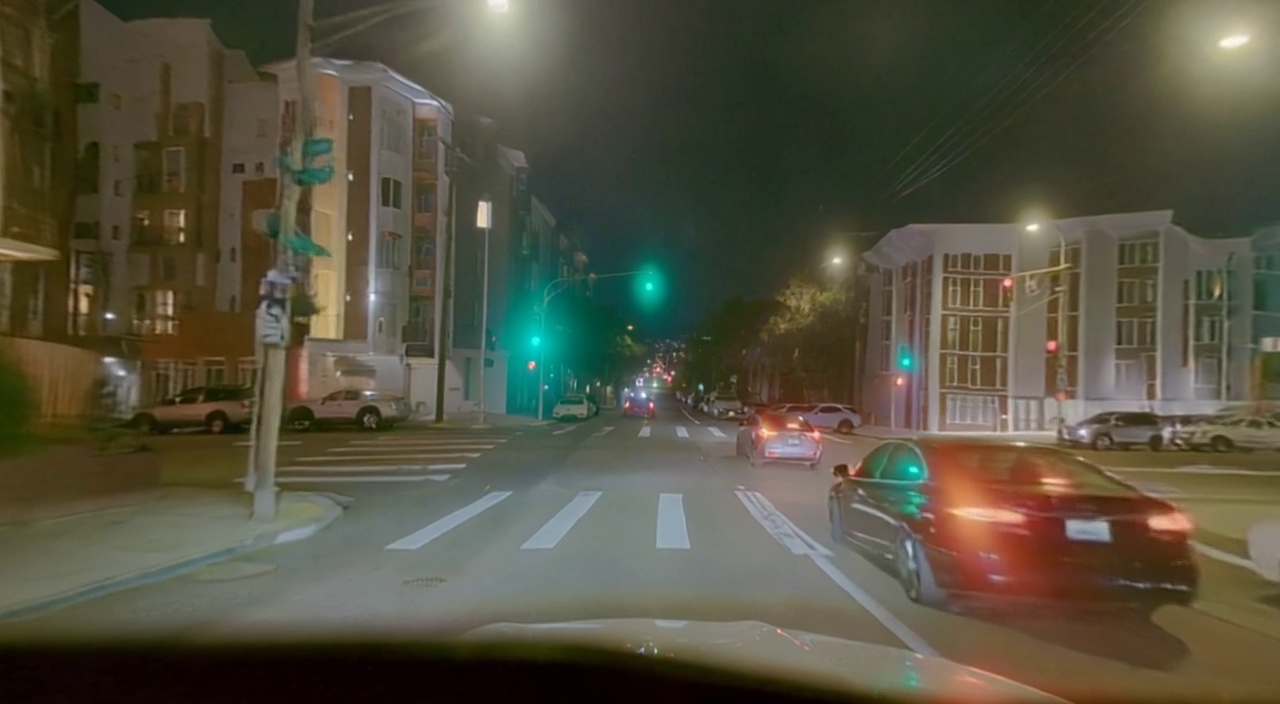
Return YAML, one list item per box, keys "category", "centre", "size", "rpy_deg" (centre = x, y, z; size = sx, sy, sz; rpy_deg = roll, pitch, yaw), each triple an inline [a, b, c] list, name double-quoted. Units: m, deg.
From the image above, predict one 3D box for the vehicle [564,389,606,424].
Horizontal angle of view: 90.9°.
- category: "vehicle"
  centre: [-2.724, 2.805, 31.867]
  size: [1.878, 1.521, 3.697]
  rpy_deg: [0, -8, -1]

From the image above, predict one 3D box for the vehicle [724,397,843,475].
- category: "vehicle"
  centre: [3.308, 1.918, 15.358]
  size: [1.970, 1.490, 4.016]
  rpy_deg: [0, -2, 0]

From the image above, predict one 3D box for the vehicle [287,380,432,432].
- category: "vehicle"
  centre: [-10.204, 2.021, 23.220]
  size: [4.304, 1.755, 2.083]
  rpy_deg: [0, -8, 1]

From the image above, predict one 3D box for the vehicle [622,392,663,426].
- category: "vehicle"
  centre: [0.163, 2.910, 31.583]
  size: [1.923, 1.460, 3.923]
  rpy_deg: [0, -8, 1]

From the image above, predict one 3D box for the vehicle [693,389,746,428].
- category: "vehicle"
  centre: [3.854, 2.873, 31.248]
  size: [2.093, 1.655, 4.327]
  rpy_deg: [0, -8, 1]

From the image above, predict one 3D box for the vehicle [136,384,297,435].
- category: "vehicle"
  centre: [-15.587, 2.158, 23.366]
  size: [4.571, 1.758, 1.930]
  rpy_deg: [0, -8, 2]

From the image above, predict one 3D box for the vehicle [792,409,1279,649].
- category: "vehicle"
  centre: [3.100, 1.425, 6.243]
  size: [2.055, 1.450, 4.676]
  rpy_deg: [0, -8, 0]
